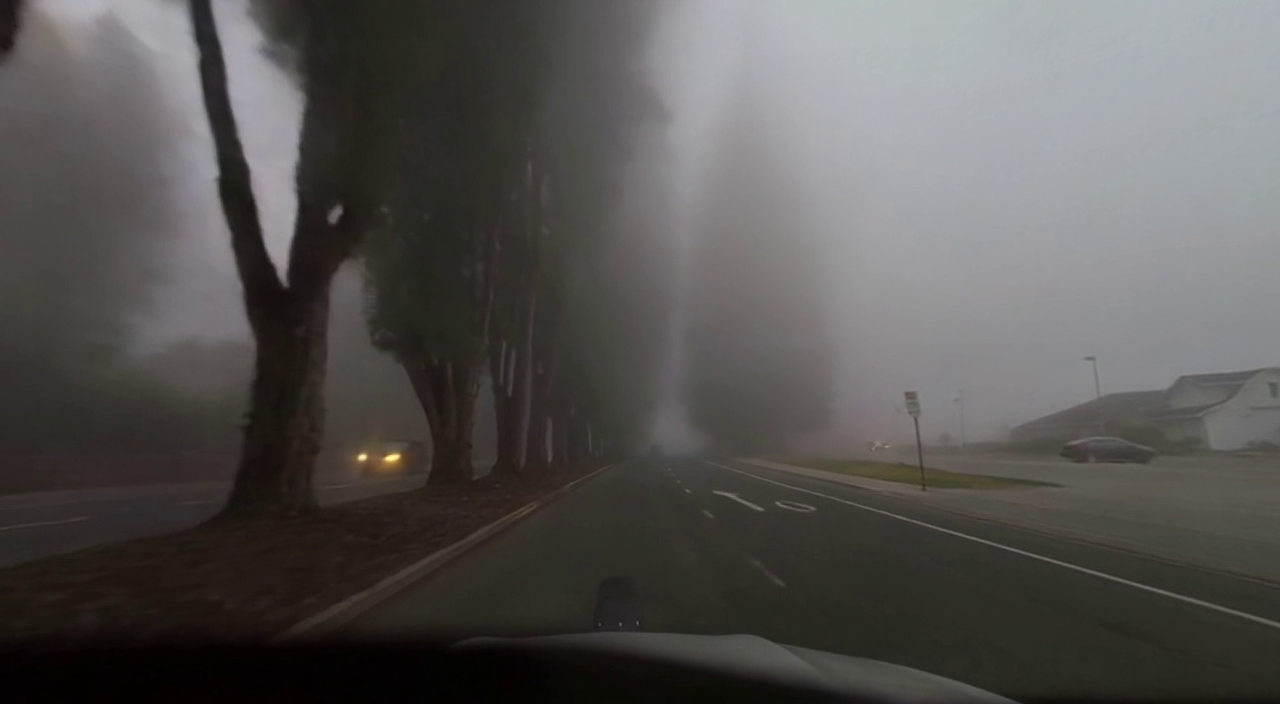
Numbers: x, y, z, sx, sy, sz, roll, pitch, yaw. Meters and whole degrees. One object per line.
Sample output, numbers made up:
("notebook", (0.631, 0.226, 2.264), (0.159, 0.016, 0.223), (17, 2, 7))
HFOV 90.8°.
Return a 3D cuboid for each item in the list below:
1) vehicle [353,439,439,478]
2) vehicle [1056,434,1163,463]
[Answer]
("vehicle", (-12.217, 5.356, 32.072), (2.134, 1.782, 4.916), (-1, -8, 4))
("vehicle", (26.584, 5.448, 35.859), (4.580, 1.598, 2.010), (1, -8, -5))
